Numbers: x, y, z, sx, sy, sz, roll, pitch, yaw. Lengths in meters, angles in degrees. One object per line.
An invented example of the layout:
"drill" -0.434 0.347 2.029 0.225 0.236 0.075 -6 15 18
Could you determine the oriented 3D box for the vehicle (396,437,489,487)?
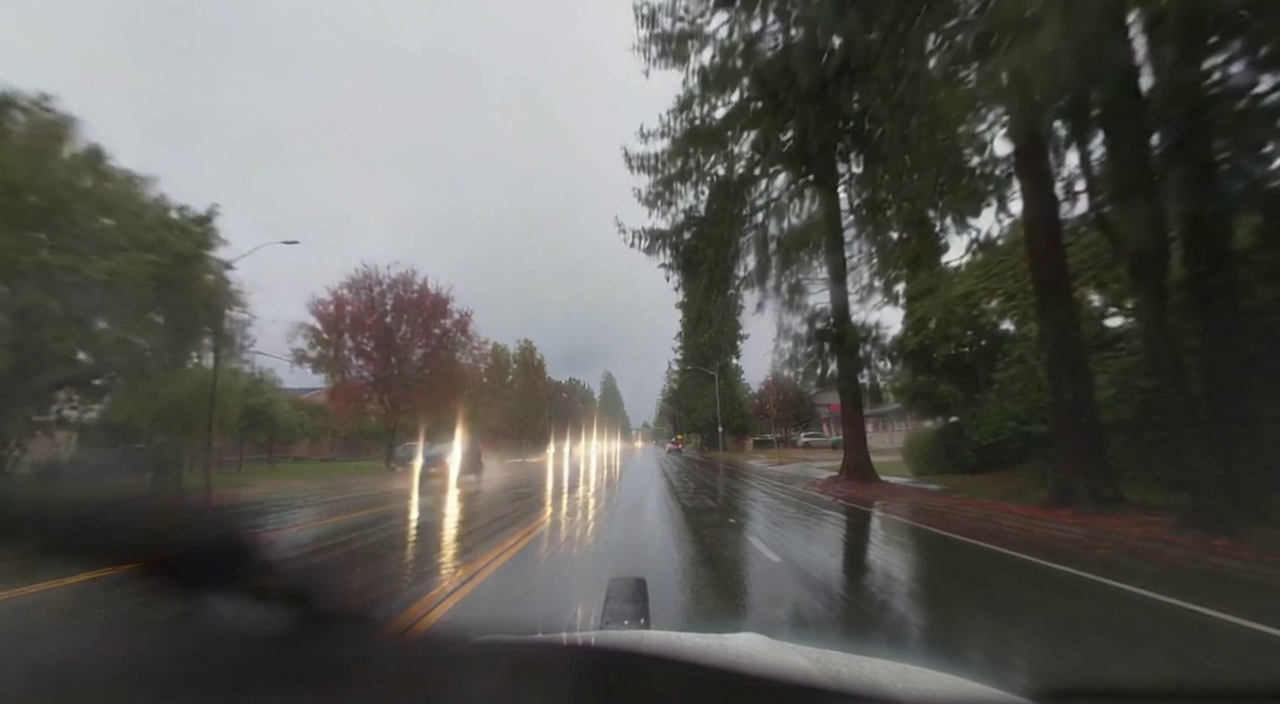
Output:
"vehicle" -7.047 3.971 23.043 1.943 1.623 4.190 0 -8 1
